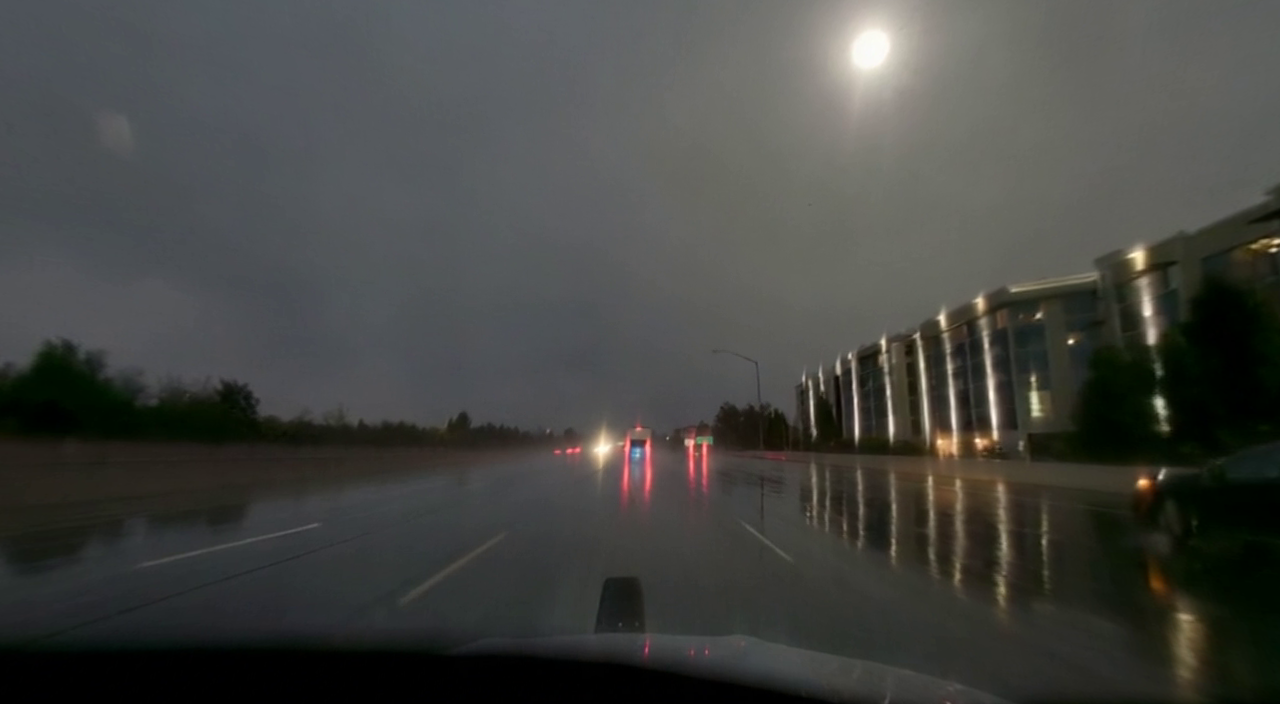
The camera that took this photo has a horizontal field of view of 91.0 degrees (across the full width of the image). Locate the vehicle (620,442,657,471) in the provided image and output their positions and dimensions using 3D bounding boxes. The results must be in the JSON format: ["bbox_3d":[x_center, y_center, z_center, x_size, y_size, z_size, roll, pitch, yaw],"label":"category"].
[{"bbox_3d":[-0.081,5.915,35.817,2.036,1.542,3.891,0,-8,0],"label":"vehicle"}]

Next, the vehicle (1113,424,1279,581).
[{"bbox_3d":[7.164,1.407,5.754,1.937,1.498,4.710,0,-8,-1],"label":"vehicle"}]
